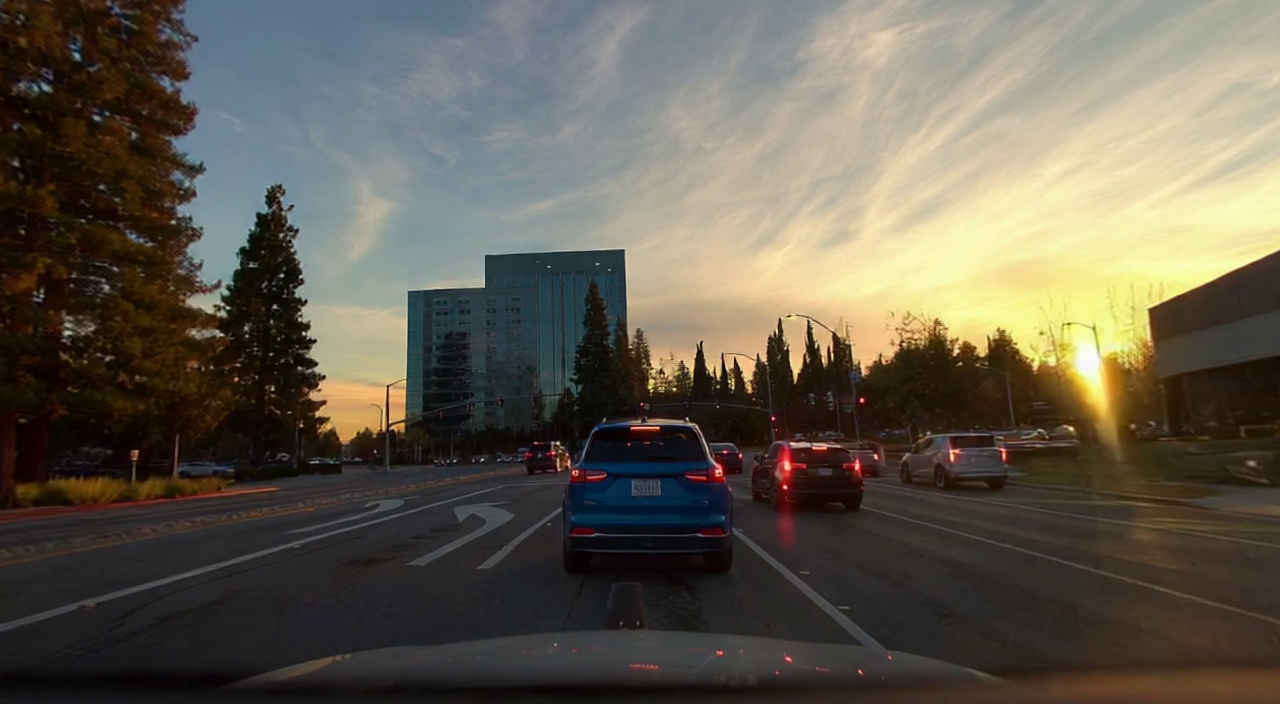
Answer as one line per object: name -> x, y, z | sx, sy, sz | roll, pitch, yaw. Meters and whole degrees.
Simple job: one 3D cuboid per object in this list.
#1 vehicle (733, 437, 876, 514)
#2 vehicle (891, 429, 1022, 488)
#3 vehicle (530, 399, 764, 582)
vehicle -> 3.498, 2.715, 14.394 | 1.997, 1.471, 4.321 | 0, -9, -1
vehicle -> 10.859, 3.695, 22.126 | 2.123, 1.812, 4.553 | 0, -9, -1
vehicle -> 0.062, 1.655, 8.268 | 2.266, 1.762, 4.131 | 0, -9, 0
